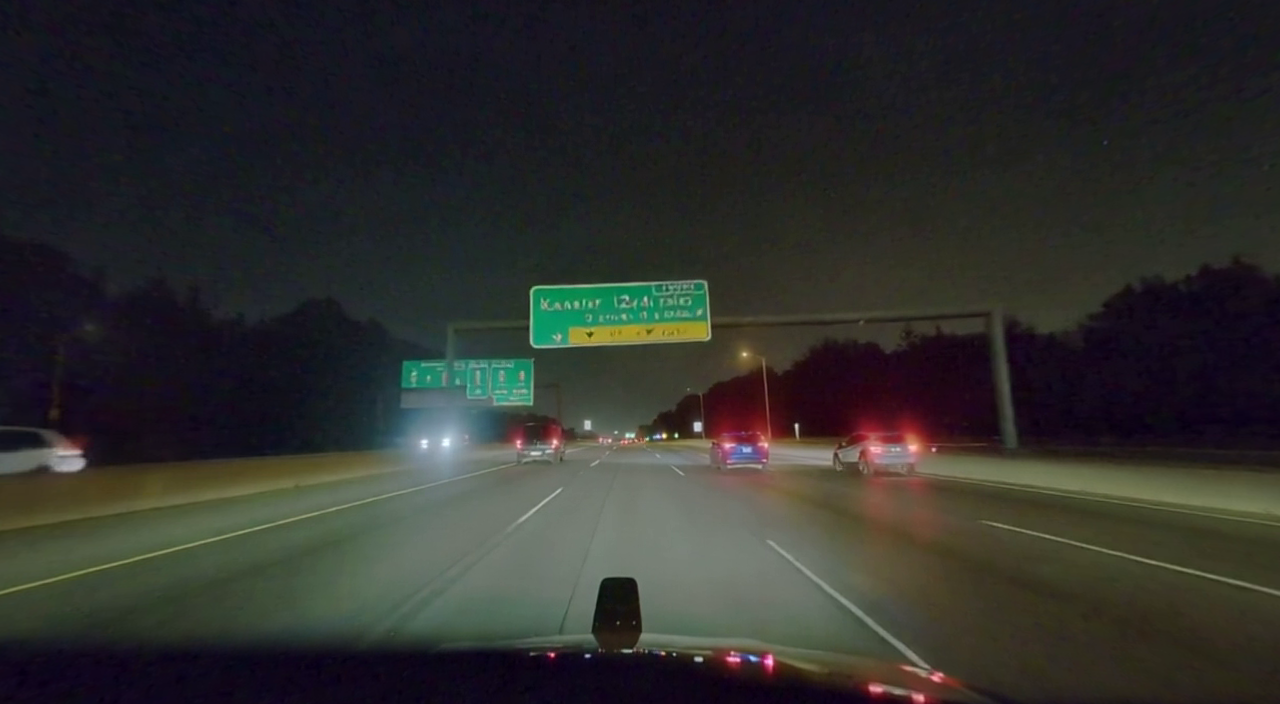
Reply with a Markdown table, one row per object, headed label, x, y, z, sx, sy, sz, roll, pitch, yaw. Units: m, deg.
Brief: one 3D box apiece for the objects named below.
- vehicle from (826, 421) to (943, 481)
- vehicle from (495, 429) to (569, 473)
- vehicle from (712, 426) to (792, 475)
| label | x | y | z | sx | sy | sz | roll | pitch | yaw |
| --- | --- | --- | --- | --- | --- | --- | --- | --- | --- |
| vehicle | 7.379 | 3.012 | 19.430 | 1.956 | 1.634 | 3.935 | 0 | -8 | -1 |
| vehicle | -3.840 | 3.577 | 23.090 | 2.032 | 1.465 | 4.316 | 0 | -8 | -1 |
| vehicle | 3.896 | 3.493 | 22.681 | 2.011 | 1.576 | 4.060 | 0 | -8 | -2 |
